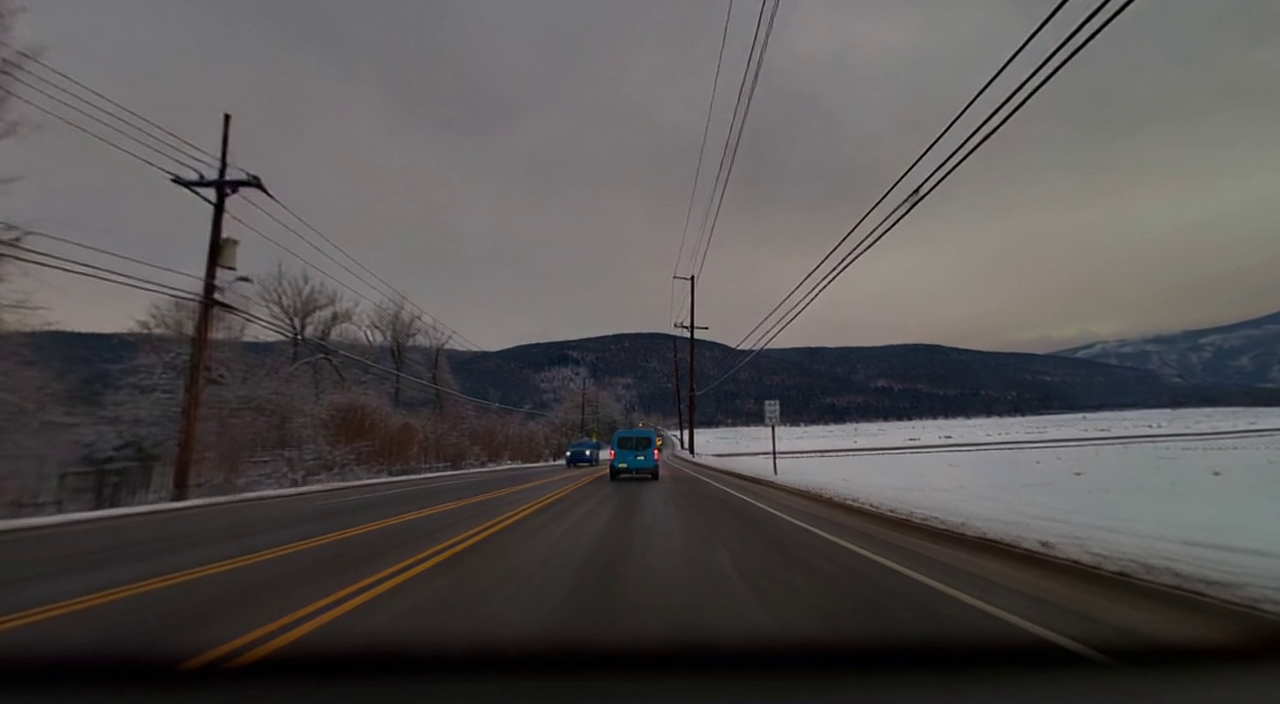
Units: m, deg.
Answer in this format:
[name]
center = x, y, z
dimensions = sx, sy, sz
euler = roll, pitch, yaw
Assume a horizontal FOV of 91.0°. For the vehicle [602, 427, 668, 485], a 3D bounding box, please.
[vehicle]
center = -0.123, 4.259, 26.034
dimensions = 2.454, 2.144, 4.535
euler = 0, -8, 2
